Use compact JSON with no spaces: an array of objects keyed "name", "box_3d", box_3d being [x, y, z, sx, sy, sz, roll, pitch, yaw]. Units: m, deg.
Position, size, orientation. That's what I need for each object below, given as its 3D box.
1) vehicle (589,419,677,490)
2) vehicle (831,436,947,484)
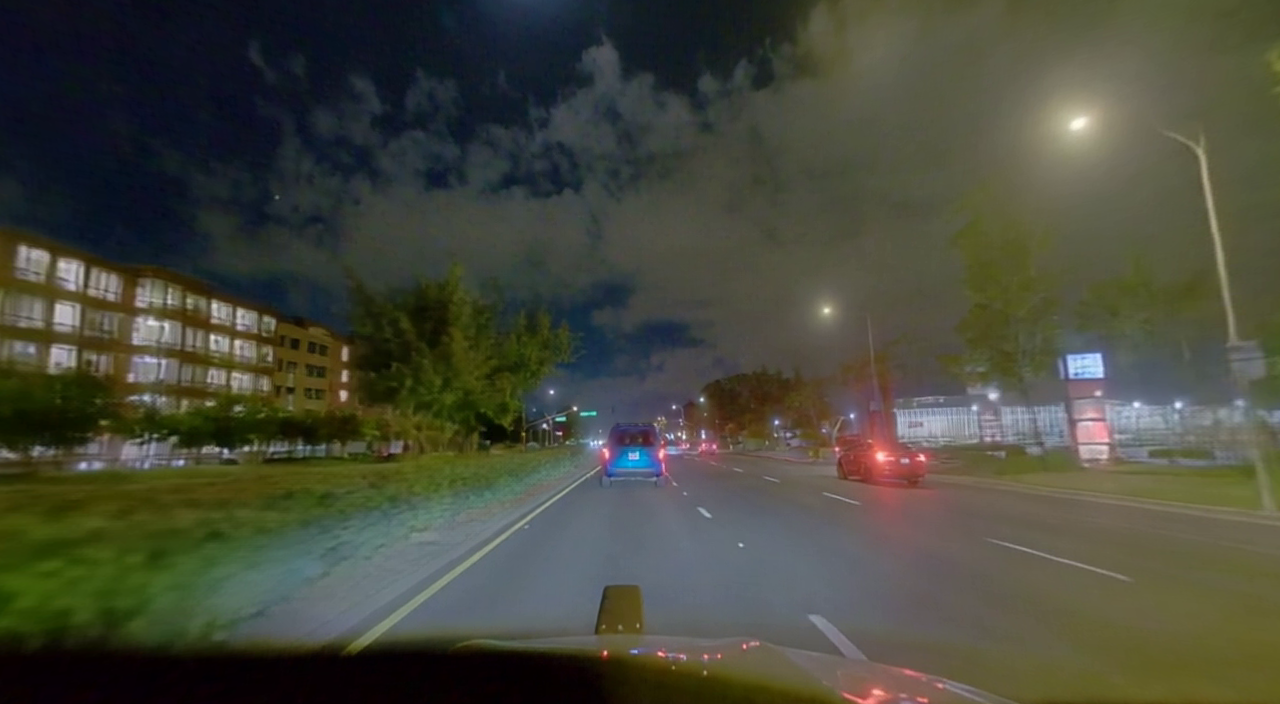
[{"name":"vehicle","box_3d":[-0.212,2.967,18.492,2.277,1.816,4.192,0,-9,-1]},{"name":"vehicle","box_3d":[8.257,3.618,21.468,2.002,1.456,4.631,0,-9,-1]}]
